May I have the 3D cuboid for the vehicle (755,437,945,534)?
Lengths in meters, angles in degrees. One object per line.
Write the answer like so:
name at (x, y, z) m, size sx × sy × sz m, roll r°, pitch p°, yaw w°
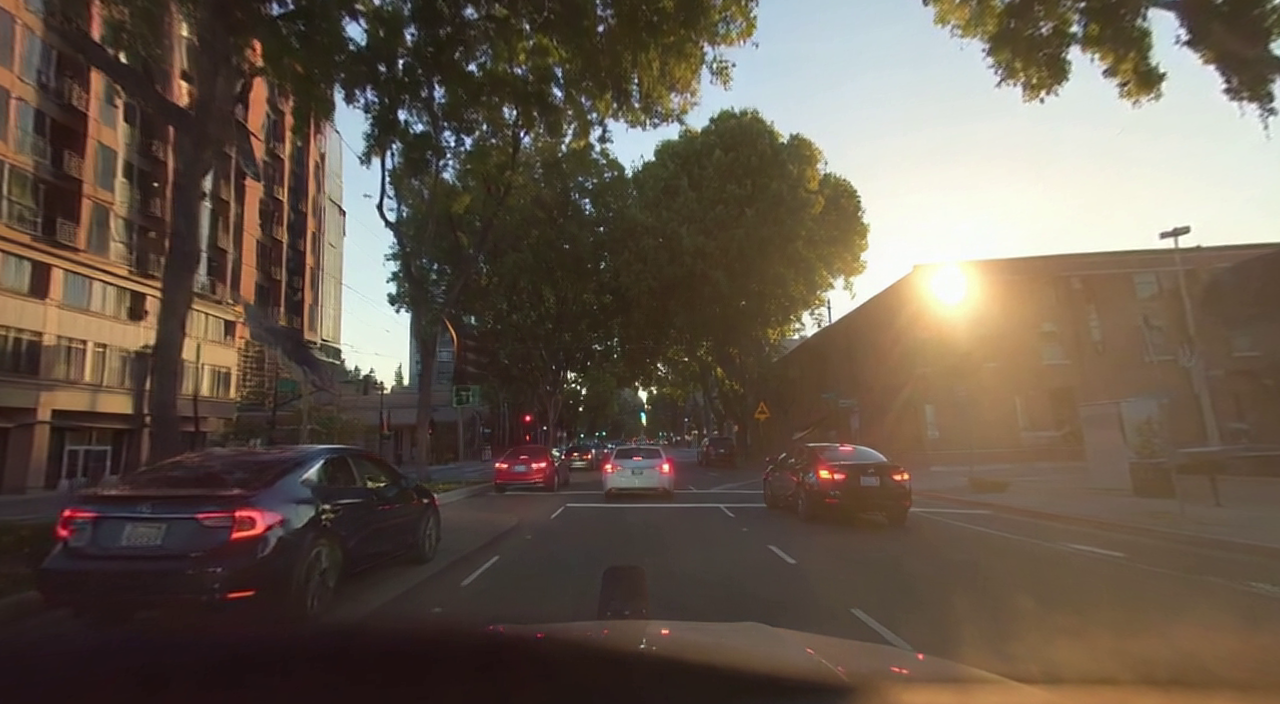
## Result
vehicle at (3.691, 2.408, 12.112) m, size 1.990 × 1.486 × 4.431 m, roll 0°, pitch -8°, yaw -2°

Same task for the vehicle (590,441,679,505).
vehicle at (-0.170, 3.151, 16.861) m, size 2.101 × 1.480 × 3.929 m, roll 0°, pitch -8°, yaw -1°

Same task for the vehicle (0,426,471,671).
vehicle at (-3.305, 1.535, 6.130) m, size 2.038 × 1.481 × 4.379 m, roll 0°, pitch -8°, yaw 1°

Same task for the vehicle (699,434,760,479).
vehicle at (4.205, 5.040, 30.658) m, size 2.142 × 1.957 × 5.443 m, roll 0°, pitch -8°, yaw 0°

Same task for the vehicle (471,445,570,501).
vehicle at (-3.381, 3.492, 18.675) m, size 2.002 × 1.465 × 4.098 m, roll 0°, pitch -8°, yaw 2°
